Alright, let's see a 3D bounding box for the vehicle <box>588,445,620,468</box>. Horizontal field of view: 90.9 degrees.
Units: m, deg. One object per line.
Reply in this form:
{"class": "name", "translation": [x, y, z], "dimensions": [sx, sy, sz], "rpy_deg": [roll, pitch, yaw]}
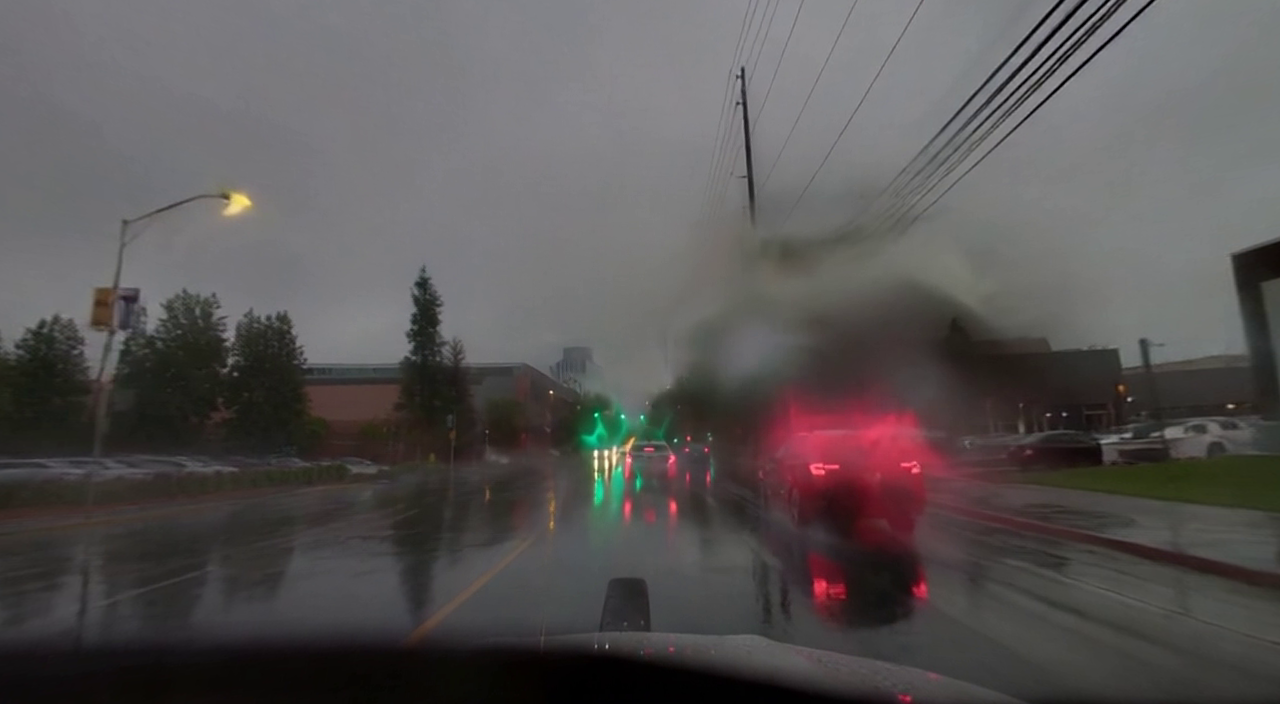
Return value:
{"class": "vehicle", "translation": [-2.567, 7.262, 44.035], "dimensions": [2.104, 1.488, 4.546], "rpy_deg": [0, -8, -5]}

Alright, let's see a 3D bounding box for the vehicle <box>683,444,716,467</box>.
{"class": "vehicle", "translation": [4.117, 7.185, 43.935], "dimensions": [1.880, 1.503, 4.130], "rpy_deg": [0, -8, 0]}

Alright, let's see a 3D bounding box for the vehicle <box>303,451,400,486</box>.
{"class": "vehicle", "translation": [-14.727, 5.947, 32.223], "dimensions": [4.290, 1.510, 2.006], "rpy_deg": [-6, -10, 18]}

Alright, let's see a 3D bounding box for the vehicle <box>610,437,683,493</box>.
{"class": "vehicle", "translation": [0.213, 3.704, 21.066], "dimensions": [2.200, 1.653, 4.127], "rpy_deg": [0, -8, 1]}

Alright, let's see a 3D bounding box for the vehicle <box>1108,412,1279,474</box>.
{"class": "vehicle", "translation": [18.703, 3.122, 21.347], "dimensions": [1.950, 1.797, 4.967], "rpy_deg": [-3, -10, 3]}

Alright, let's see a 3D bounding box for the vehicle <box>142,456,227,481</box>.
{"class": "vehicle", "translation": [-30.382, 7.771, 42.266], "dimensions": [1.951, 1.459, 4.803], "rpy_deg": [-1, -8, 2]}

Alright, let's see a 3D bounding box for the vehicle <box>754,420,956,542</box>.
{"class": "vehicle", "translation": [3.473, 2.174, 11.305], "dimensions": [2.024, 1.711, 4.512], "rpy_deg": [0, -8, 0]}

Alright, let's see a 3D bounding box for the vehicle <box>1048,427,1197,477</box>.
{"class": "vehicle", "translation": [16.129, 3.370, 21.386], "dimensions": [2.018, 1.488, 4.059], "rpy_deg": [-1, -8, 4]}

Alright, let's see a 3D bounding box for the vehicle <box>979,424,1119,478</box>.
{"class": "vehicle", "translation": [13.479, 3.310, 21.155], "dimensions": [1.899, 1.602, 4.297], "rpy_deg": [-1, -8, 2]}

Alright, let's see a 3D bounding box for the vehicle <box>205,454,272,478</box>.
{"class": "vehicle", "translation": [-30.358, 8.585, 47.832], "dimensions": [1.903, 1.649, 4.654], "rpy_deg": [0, -8, 1]}
